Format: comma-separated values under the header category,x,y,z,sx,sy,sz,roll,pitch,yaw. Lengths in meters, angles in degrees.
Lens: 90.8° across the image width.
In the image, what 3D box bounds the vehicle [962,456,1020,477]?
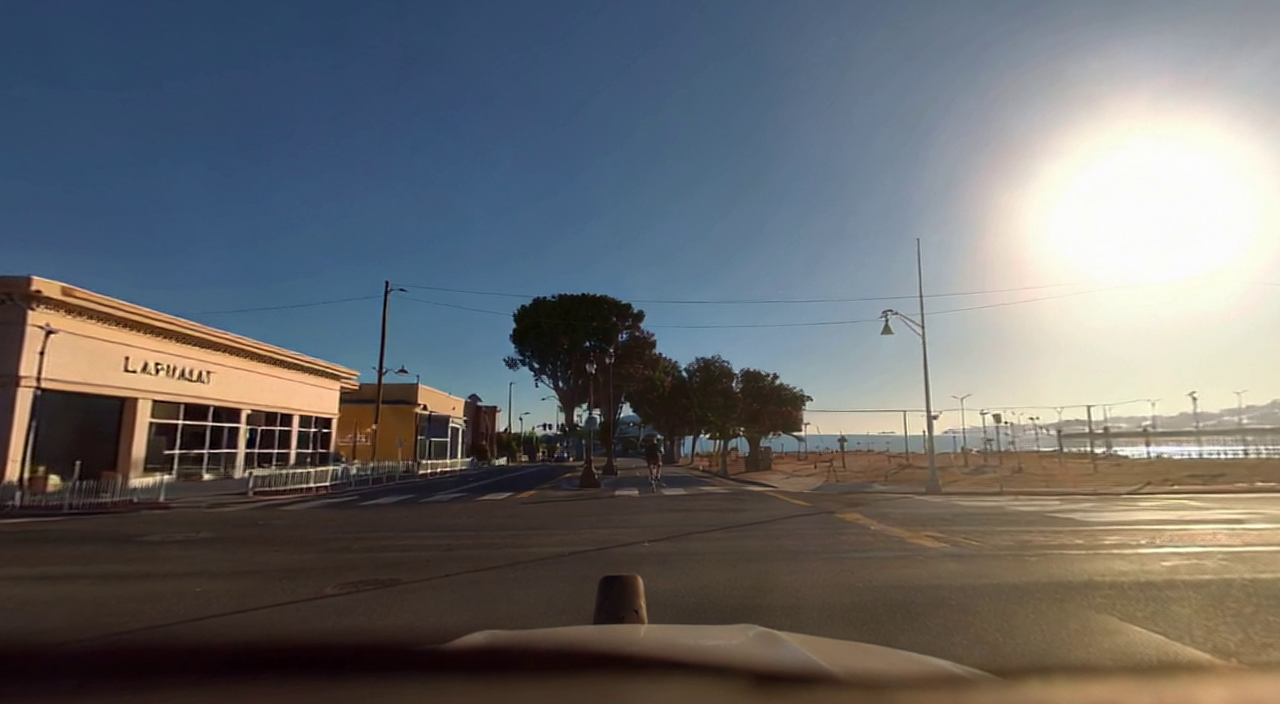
category,x,y,z,sx,sy,sz,roll,pitch,yaw
vehicle,26.948,8.748,48.478,3.794,1.403,1.636,1,-9,-17
